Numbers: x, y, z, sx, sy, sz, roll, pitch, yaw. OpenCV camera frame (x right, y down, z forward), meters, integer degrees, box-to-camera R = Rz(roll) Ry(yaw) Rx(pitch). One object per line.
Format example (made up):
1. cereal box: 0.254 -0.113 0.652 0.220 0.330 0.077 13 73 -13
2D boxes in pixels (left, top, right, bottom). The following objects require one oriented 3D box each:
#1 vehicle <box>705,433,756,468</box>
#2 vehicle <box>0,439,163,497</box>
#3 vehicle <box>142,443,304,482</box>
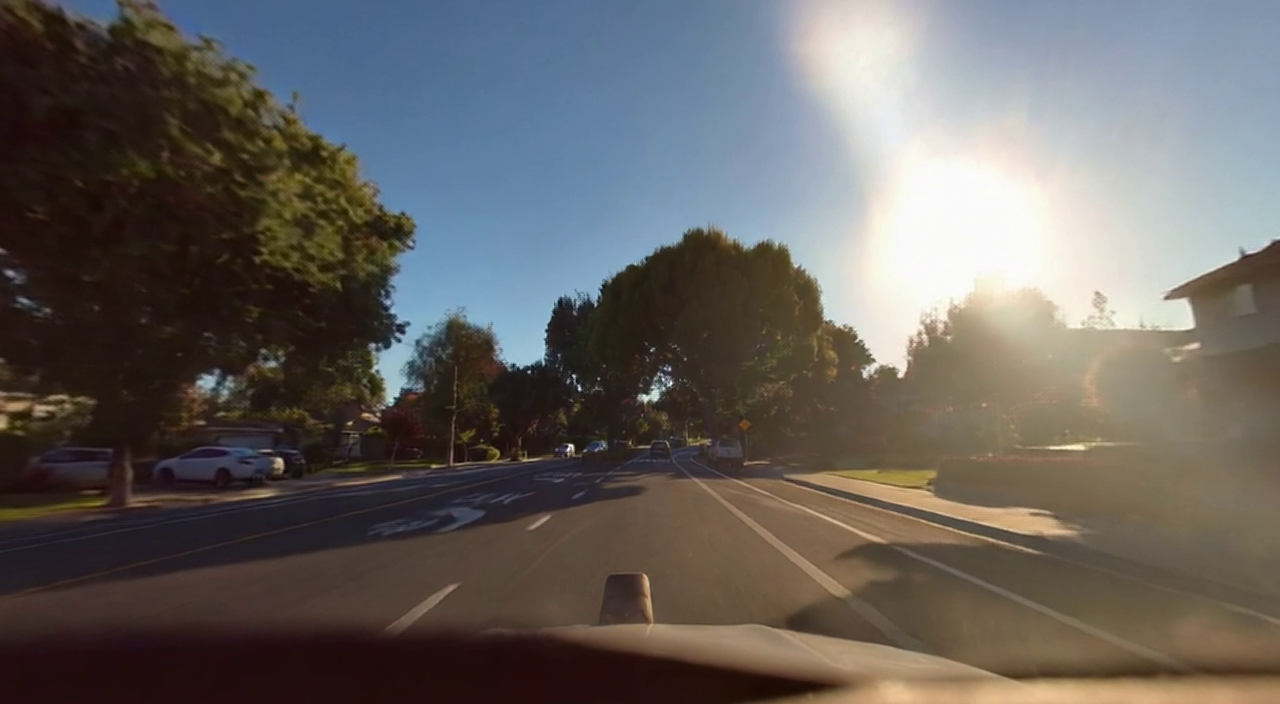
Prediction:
1. vehicle: 5.258 5.837 37.473 2.233 1.887 5.347 0 -8 0
2. vehicle: -18.922 3.839 21.197 4.372 1.745 2.017 6 -10 -35
3. vehicle: -18.247 4.841 27.805 5.419 1.649 2.396 0 -8 1
